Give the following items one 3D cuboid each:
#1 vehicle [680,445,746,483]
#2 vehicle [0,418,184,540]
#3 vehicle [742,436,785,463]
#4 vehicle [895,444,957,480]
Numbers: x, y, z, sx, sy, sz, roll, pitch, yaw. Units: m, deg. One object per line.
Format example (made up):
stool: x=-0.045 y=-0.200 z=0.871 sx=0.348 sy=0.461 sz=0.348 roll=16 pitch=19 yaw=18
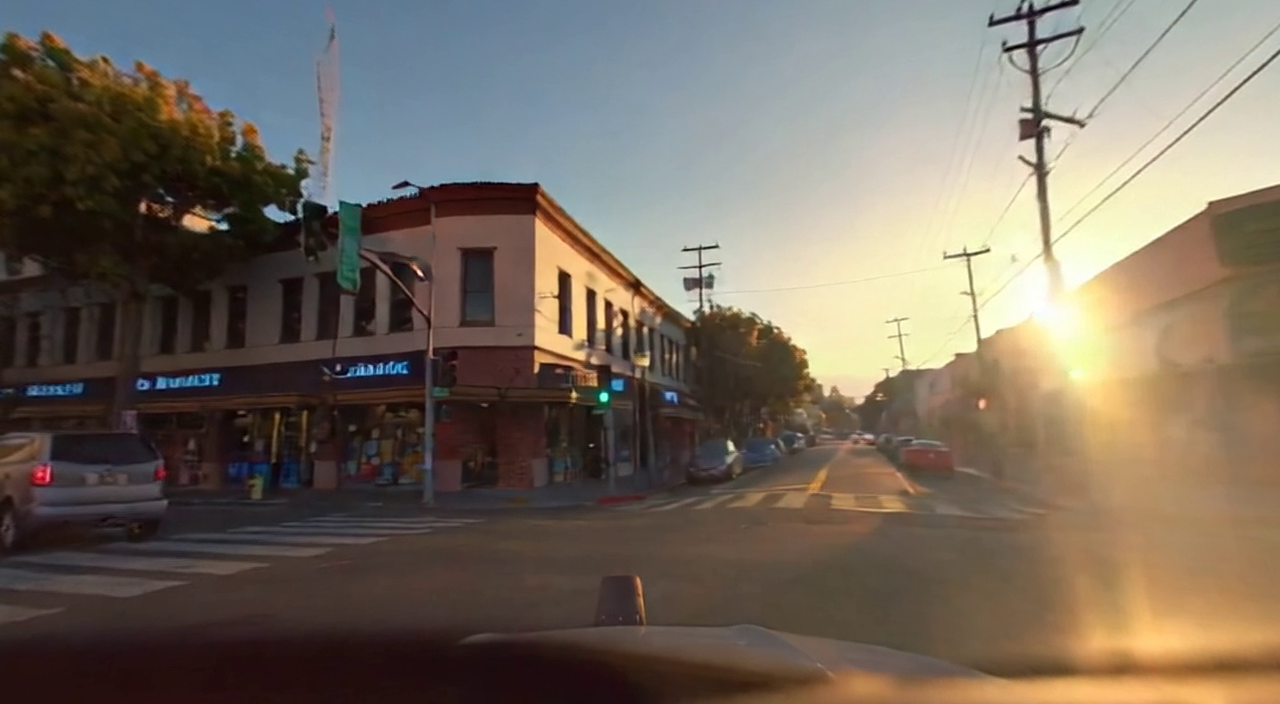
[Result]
vehicle: x=3.549 y=5.271 z=30.108 sx=2.179 sy=1.596 sz=4.286 roll=-3 pitch=-9 yaw=19
vehicle: x=-11.401 y=2.304 z=12.105 sx=4.611 sy=1.882 sz=2.440 roll=-5 pitch=-10 yaw=29
vehicle: x=9.580 y=7.547 z=48.619 sx=2.510 sy=1.859 sz=5.449 roll=-4 pitch=-11 yaw=18
vehicle: x=13.053 y=5.004 z=29.068 sx=2.062 sy=1.526 sz=3.989 roll=-3 pitch=-9 yaw=17
